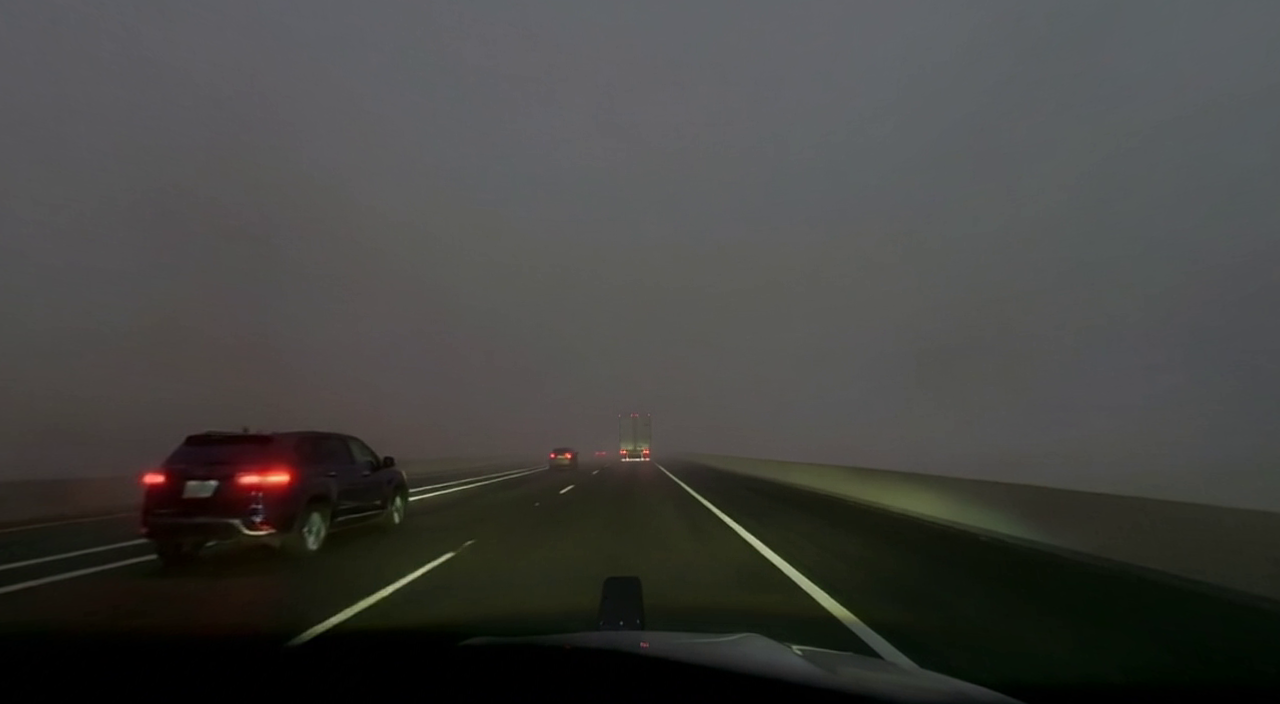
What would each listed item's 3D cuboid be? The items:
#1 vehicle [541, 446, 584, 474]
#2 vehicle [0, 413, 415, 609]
[{"bbox_3d":[-4.426,6.230,36.688,1.978,1.507,4.062,0,-9,0],"label":"vehicle"},{"bbox_3d":[-4.444,1.653,7.446,1.991,1.618,4.211,0,-9,0],"label":"vehicle"}]
